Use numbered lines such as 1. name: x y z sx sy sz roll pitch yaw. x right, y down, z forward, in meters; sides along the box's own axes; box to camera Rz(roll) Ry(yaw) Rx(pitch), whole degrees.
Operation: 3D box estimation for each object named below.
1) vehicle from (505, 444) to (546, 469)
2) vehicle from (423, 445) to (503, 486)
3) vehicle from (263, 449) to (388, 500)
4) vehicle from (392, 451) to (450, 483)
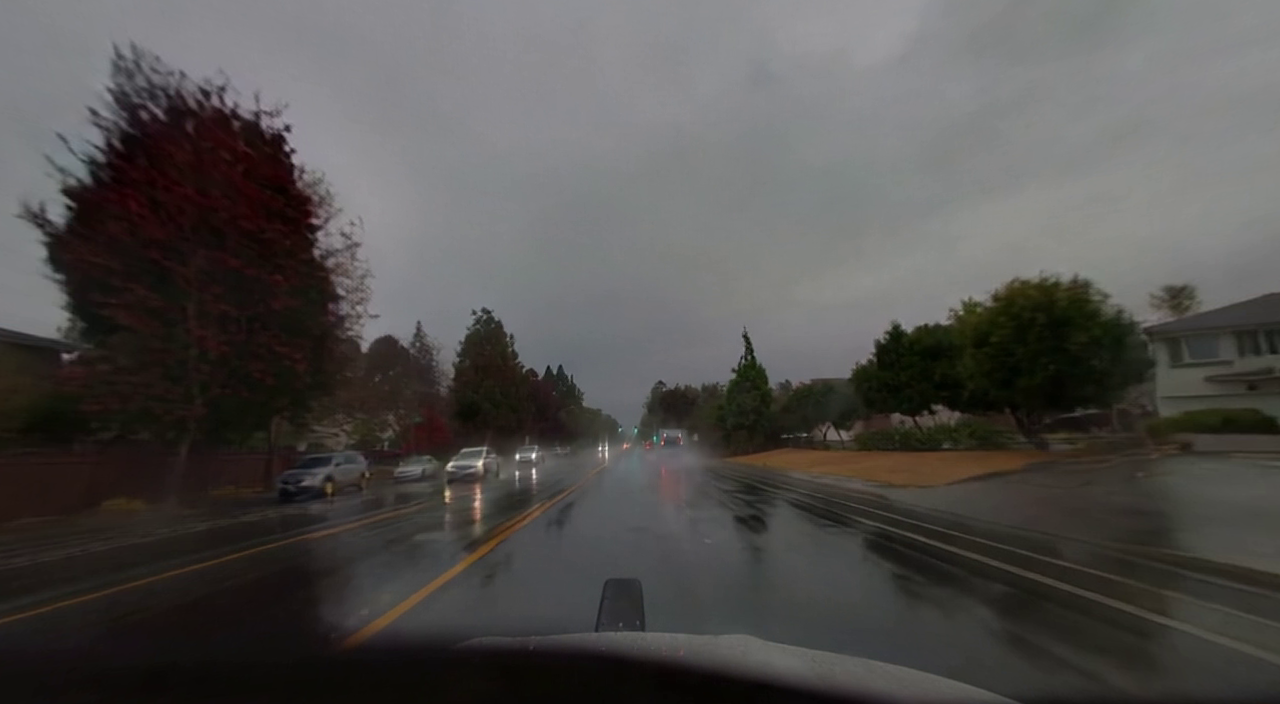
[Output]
1. vehicle: -8.253 7.553 46.006 2.053 1.713 4.618 0 -9 1
2. vehicle: -7.227 4.658 26.297 2.004 1.508 4.525 0 -9 0
3. vehicle: -12.344 4.832 25.379 2.094 1.797 5.655 0 -9 0
4. vehicle: -12.516 6.590 36.394 1.969 1.613 4.129 -3 -9 -1
